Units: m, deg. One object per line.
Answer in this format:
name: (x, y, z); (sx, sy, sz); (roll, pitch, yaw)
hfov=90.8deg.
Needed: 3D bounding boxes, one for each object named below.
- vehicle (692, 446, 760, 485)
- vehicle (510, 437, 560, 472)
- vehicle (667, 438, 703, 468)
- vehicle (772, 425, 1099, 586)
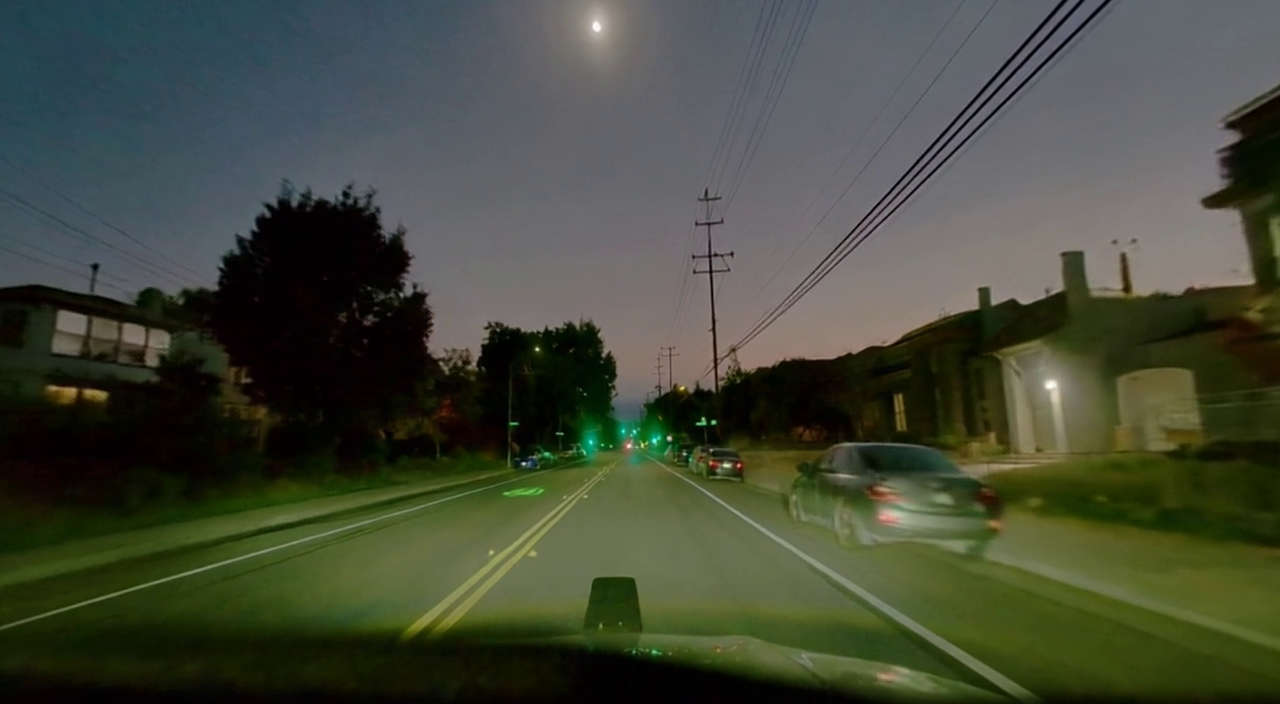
vehicle: (3.275, 4.408, 24.877); (1.967, 1.382, 4.361); (0, -8, -1)
vehicle: (-6.825, 6.685, 41.592); (2.451, 2.099, 5.112); (-1, -8, 0)
vehicle: (3.074, 7.026, 44.302); (2.065, 1.953, 5.359); (0, -8, -1)
vehicle: (3.425, 1.864, 8.698); (2.024, 1.554, 4.867); (0, -8, -2)
